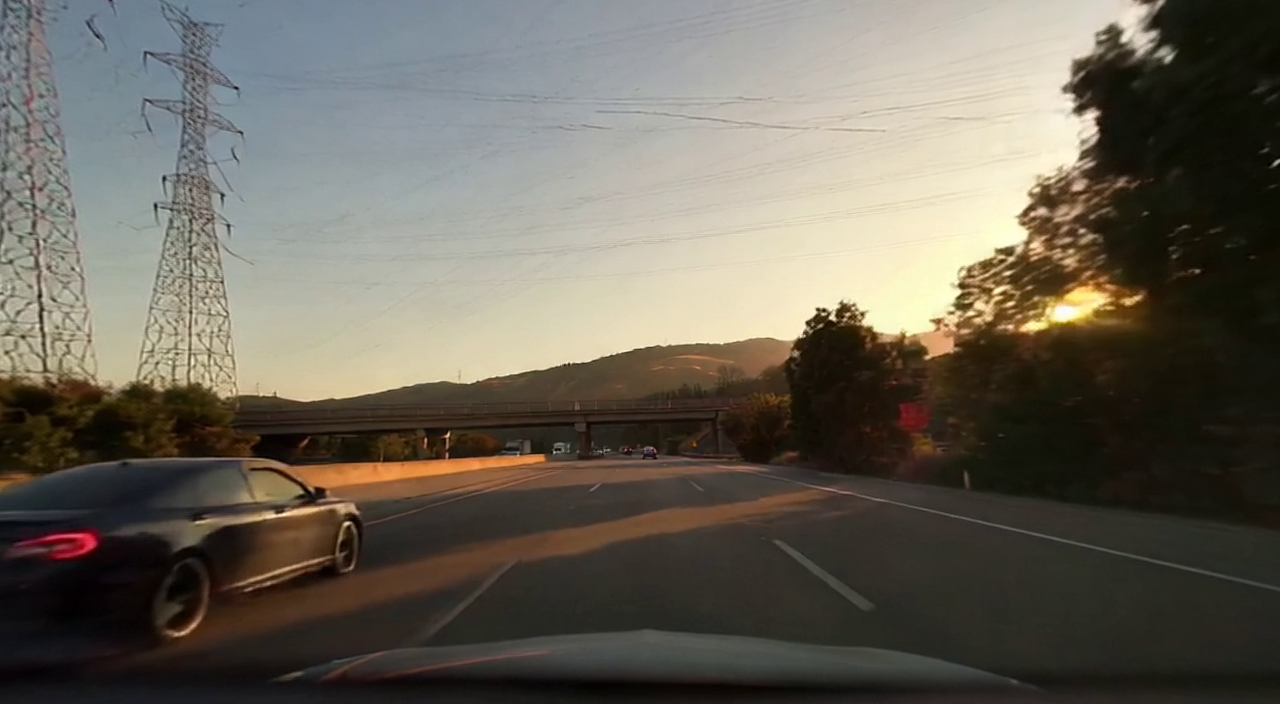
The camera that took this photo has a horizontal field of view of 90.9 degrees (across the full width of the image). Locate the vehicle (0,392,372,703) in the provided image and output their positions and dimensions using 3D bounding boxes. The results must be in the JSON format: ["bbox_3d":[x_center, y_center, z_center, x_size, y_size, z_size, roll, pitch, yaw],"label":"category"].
[{"bbox_3d":[-3.846,1.243,4.575,1.924,1.550,4.165,0,-9,0],"label":"vehicle"}]
